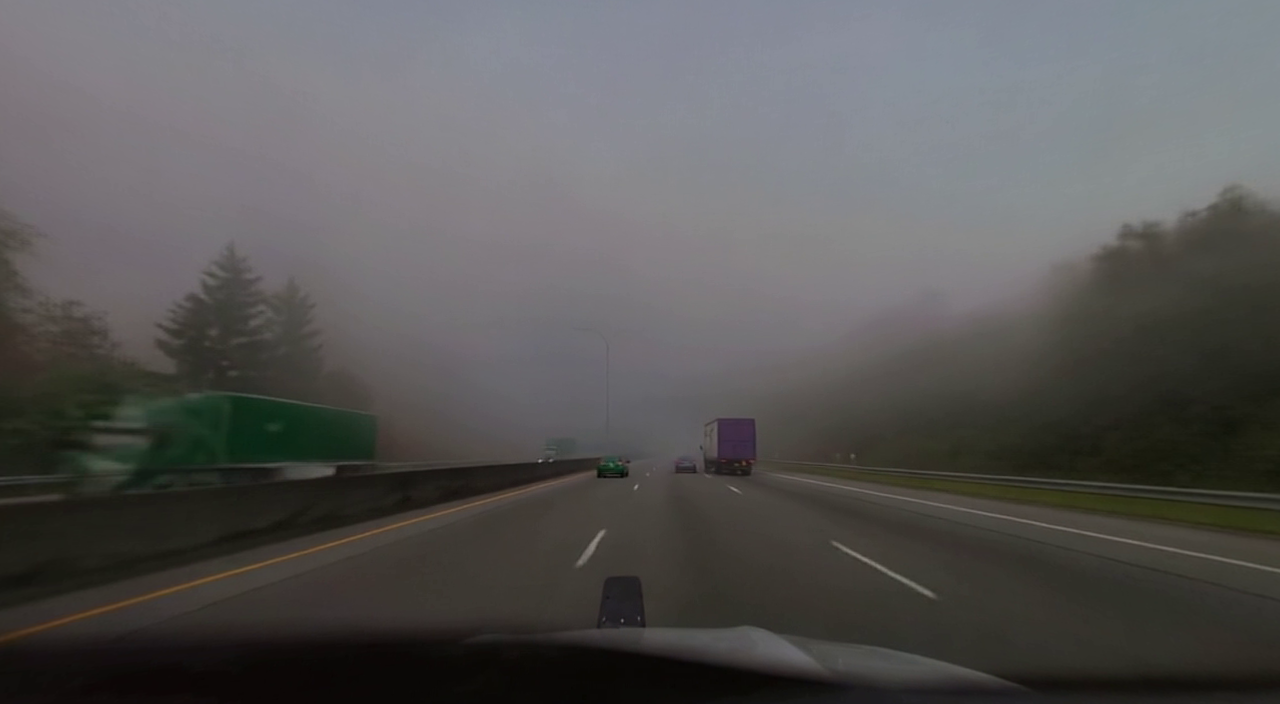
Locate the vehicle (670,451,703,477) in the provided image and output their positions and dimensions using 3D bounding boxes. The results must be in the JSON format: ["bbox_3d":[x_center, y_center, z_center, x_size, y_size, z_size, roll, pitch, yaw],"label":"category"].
[{"bbox_3d":[2.937,7.171,40.650,1.957,1.541,4.099,0,-9,2],"label":"vehicle"}]

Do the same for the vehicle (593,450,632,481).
[{"bbox_3d":[-1.472,6.307,35.260,1.960,1.579,4.384,0,-9,1],"label":"vehicle"}]

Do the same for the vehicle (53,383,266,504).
[{"bbox_3d":[-17.717,3.484,23.919,3.005,3.979,5.919,-1,-9,2],"label":"vehicle"}]
